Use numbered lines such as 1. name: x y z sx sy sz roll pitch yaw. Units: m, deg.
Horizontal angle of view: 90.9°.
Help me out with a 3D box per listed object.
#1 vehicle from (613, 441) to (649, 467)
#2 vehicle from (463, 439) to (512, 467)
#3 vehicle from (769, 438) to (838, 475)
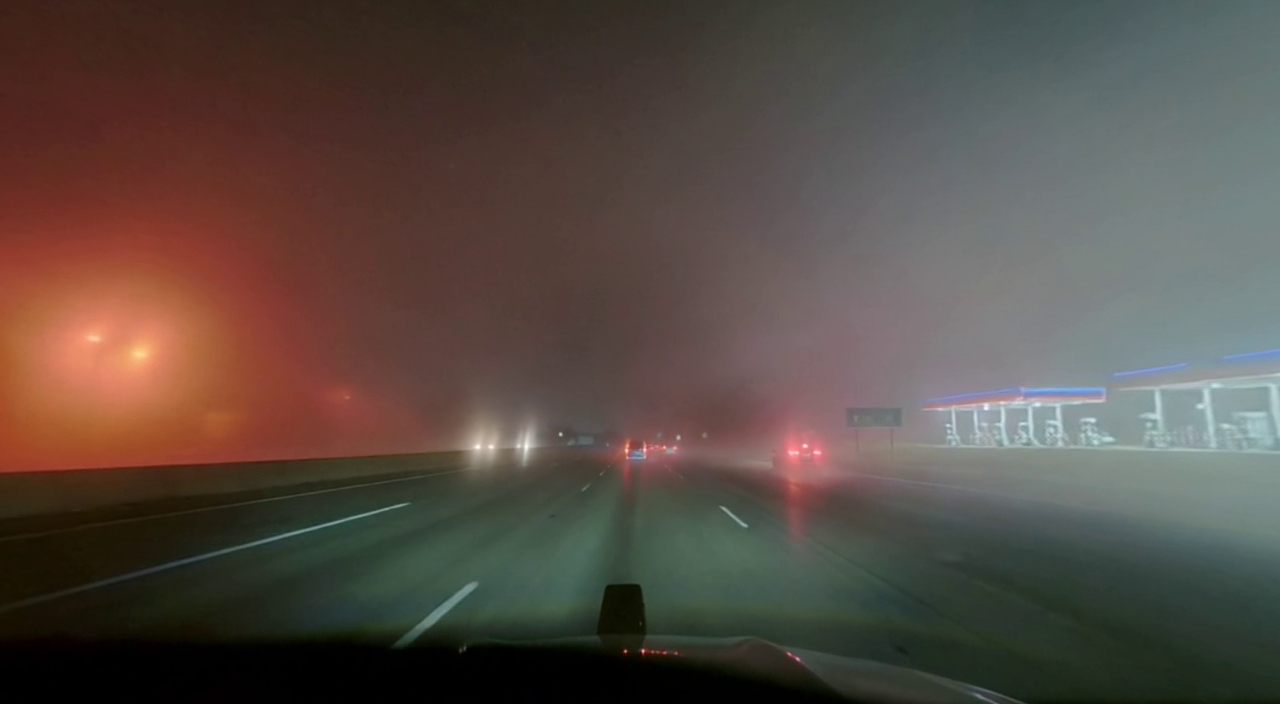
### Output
1. vehicle: -0.563 6.081 37.843 1.999 1.473 4.351 0 -8 -1
2. vehicle: -9.978 6.618 41.556 2.005 1.725 5.137 0 -8 -1
3. vehicle: 7.084 4.570 27.773 1.867 1.463 4.295 0 -8 -1
